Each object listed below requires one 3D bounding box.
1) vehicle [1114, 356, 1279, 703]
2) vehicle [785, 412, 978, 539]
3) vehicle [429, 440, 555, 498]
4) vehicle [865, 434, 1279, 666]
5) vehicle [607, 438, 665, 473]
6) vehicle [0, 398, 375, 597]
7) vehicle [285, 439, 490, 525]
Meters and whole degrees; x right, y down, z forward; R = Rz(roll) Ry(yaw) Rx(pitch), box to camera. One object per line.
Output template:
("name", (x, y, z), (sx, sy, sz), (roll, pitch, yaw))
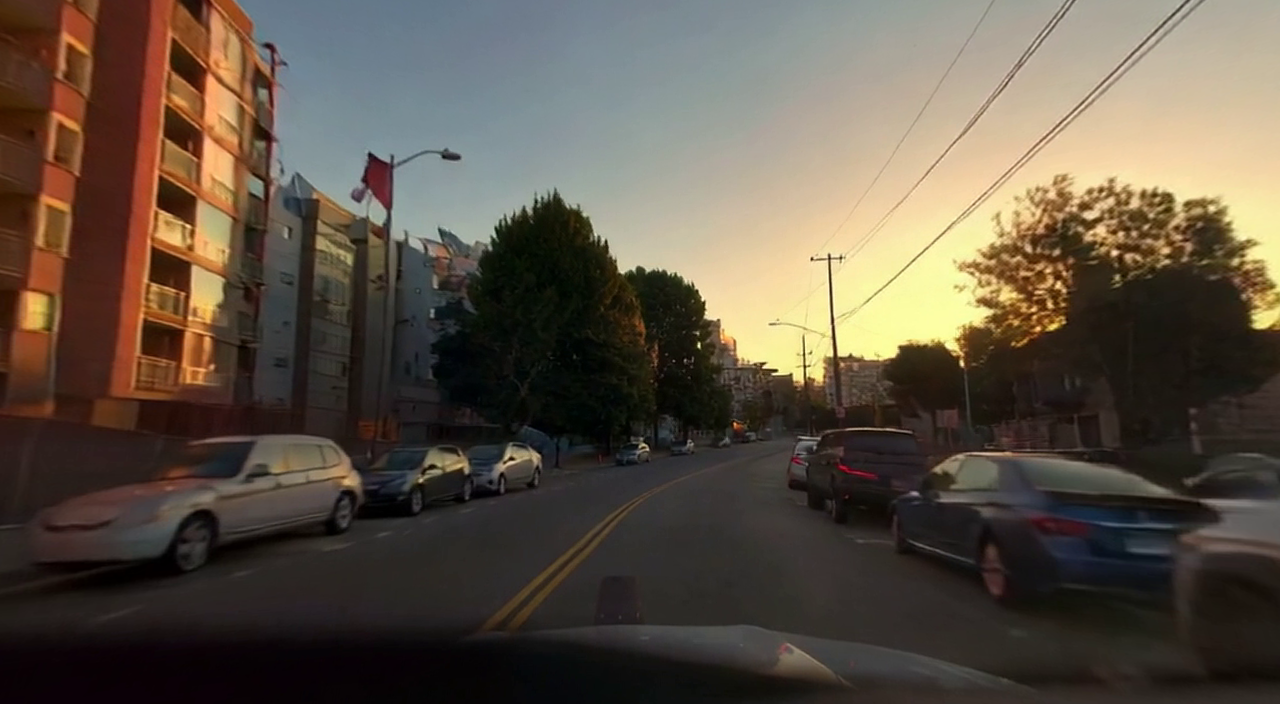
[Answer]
("vehicle", (3.797, 0.695, 1.265), (2.084, 1.804, 4.882), (-1, -9, 4))
("vehicle", (4.530, 2.407, 12.955), (2.184, 2.035, 5.422), (-1, -9, 5))
("vehicle", (-4.408, 3.569, 19.636), (1.966, 1.568, 4.705), (-2, -9, 12))
("vehicle", (4.199, 1.749, 6.959), (1.976, 1.560, 5.158), (-1, -9, 5))
("vehicle", (-0.144, 6.031, 36.795), (1.953, 1.871, 4.712), (-3, -9, 18))
("vehicle", (-5.821, 1.759, 8.556), (1.976, 1.886, 4.831), (-1, -9, 5))
("vehicle", (-5.200, 2.737, 13.936), (2.020, 1.519, 4.944), (-1, -9, 7))
